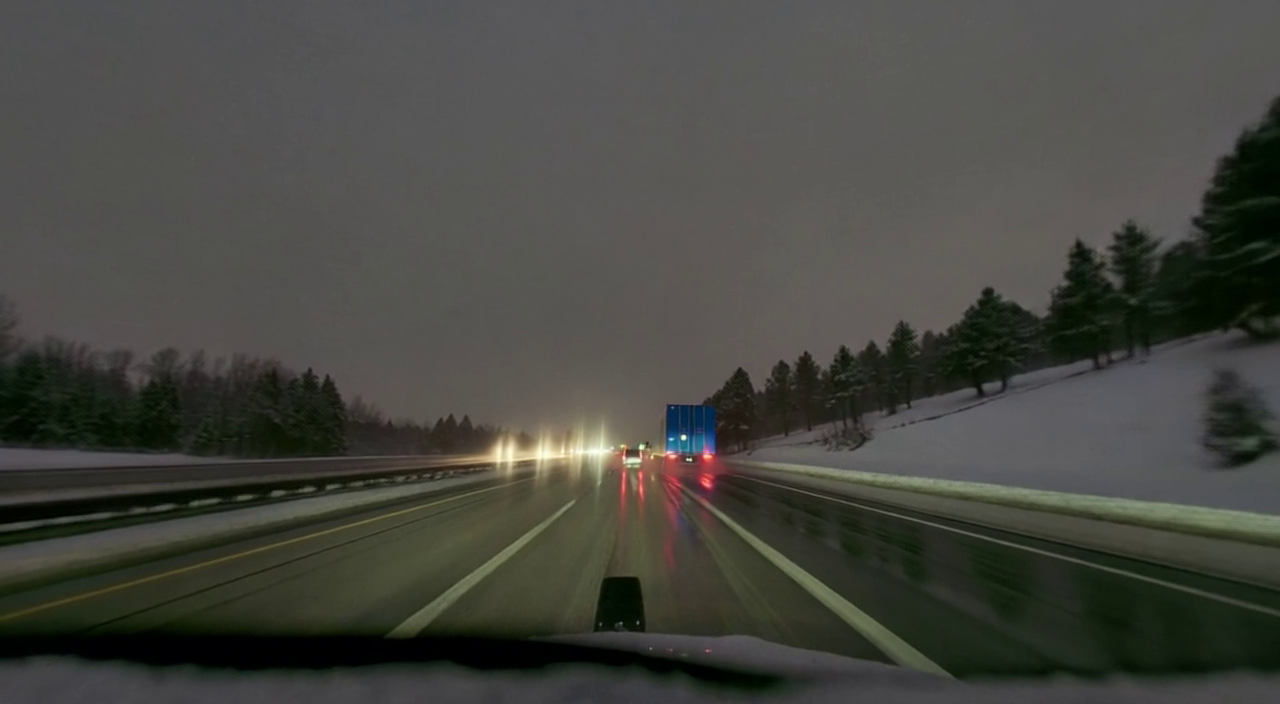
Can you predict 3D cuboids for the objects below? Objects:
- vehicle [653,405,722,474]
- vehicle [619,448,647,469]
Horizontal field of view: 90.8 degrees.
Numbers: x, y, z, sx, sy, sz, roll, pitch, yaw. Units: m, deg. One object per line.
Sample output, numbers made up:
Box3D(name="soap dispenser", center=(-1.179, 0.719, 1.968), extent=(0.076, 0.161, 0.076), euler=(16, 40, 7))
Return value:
Box3D(name="vehicle", center=(3.068, 6.580, 46.633), extent=(3.462, 4.177, 16.311), euler=(0, -9, -1))
Box3D(name="vehicle", center=(-0.498, 7.529, 44.741), extent=(1.898, 1.438, 4.053), euler=(0, -9, -1))
